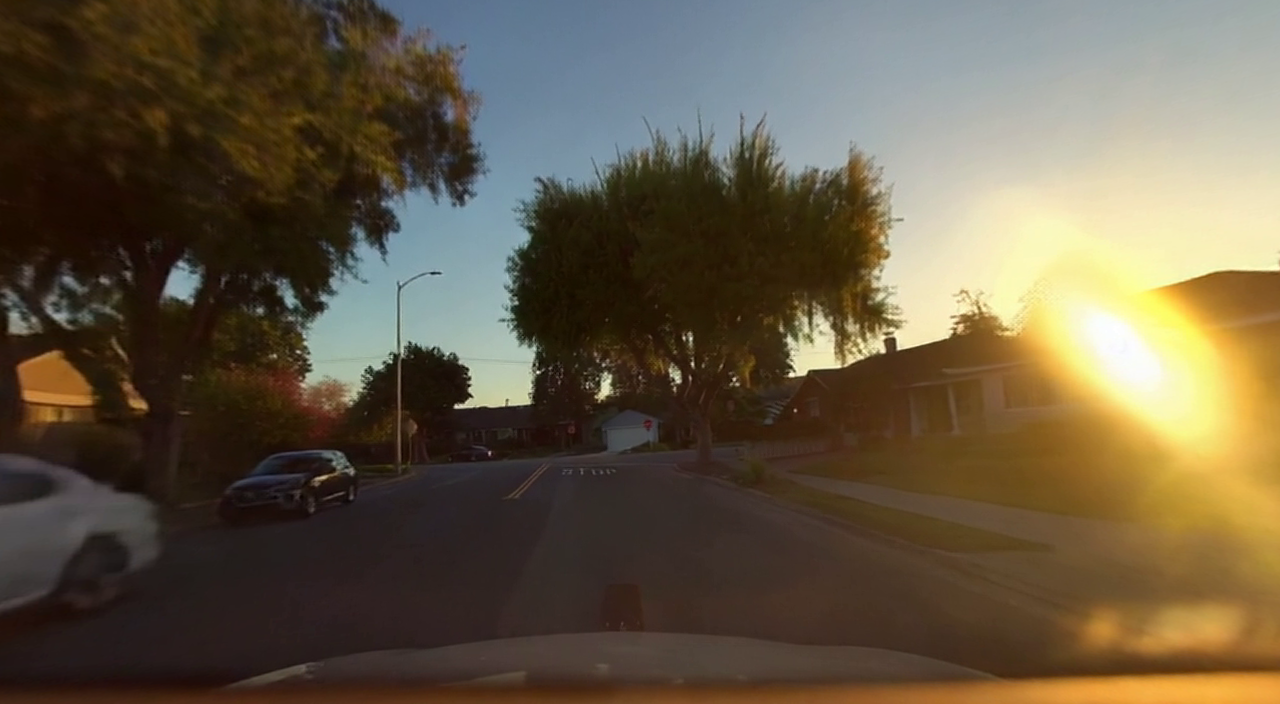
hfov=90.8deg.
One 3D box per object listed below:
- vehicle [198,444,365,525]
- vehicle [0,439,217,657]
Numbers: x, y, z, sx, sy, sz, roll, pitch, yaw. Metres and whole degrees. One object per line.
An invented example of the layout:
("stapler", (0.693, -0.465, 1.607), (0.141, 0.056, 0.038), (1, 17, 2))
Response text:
("vehicle", (-8.496, 3.104, 15.521), (1.994, 1.656, 4.334), (1, -8, -7))
("vehicle", (-5.556, 1.332, 4.122), (2.146, 1.506, 4.885), (0, -8, 1))
